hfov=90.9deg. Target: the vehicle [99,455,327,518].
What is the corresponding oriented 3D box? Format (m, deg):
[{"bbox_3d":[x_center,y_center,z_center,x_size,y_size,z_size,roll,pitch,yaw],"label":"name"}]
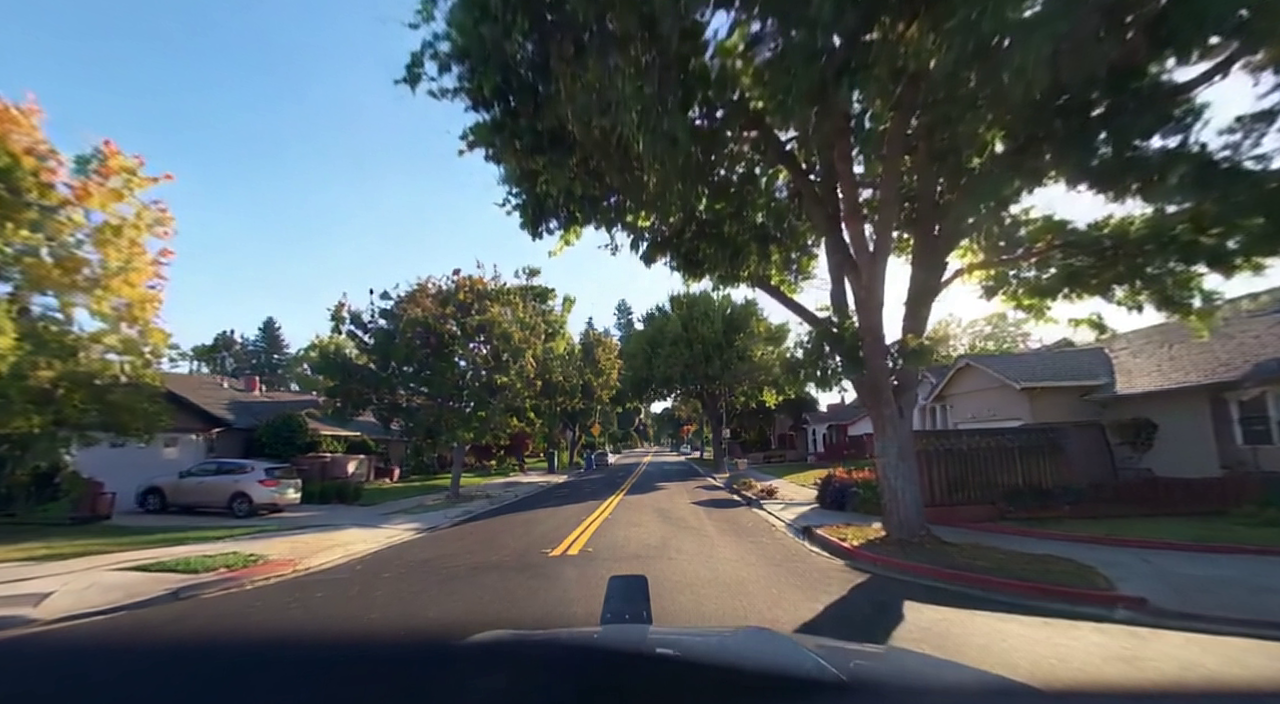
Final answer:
[{"bbox_3d":[-11.113,3.483,16.628,4.659,1.464,1.930,0,-8,4],"label":"vehicle"}]
